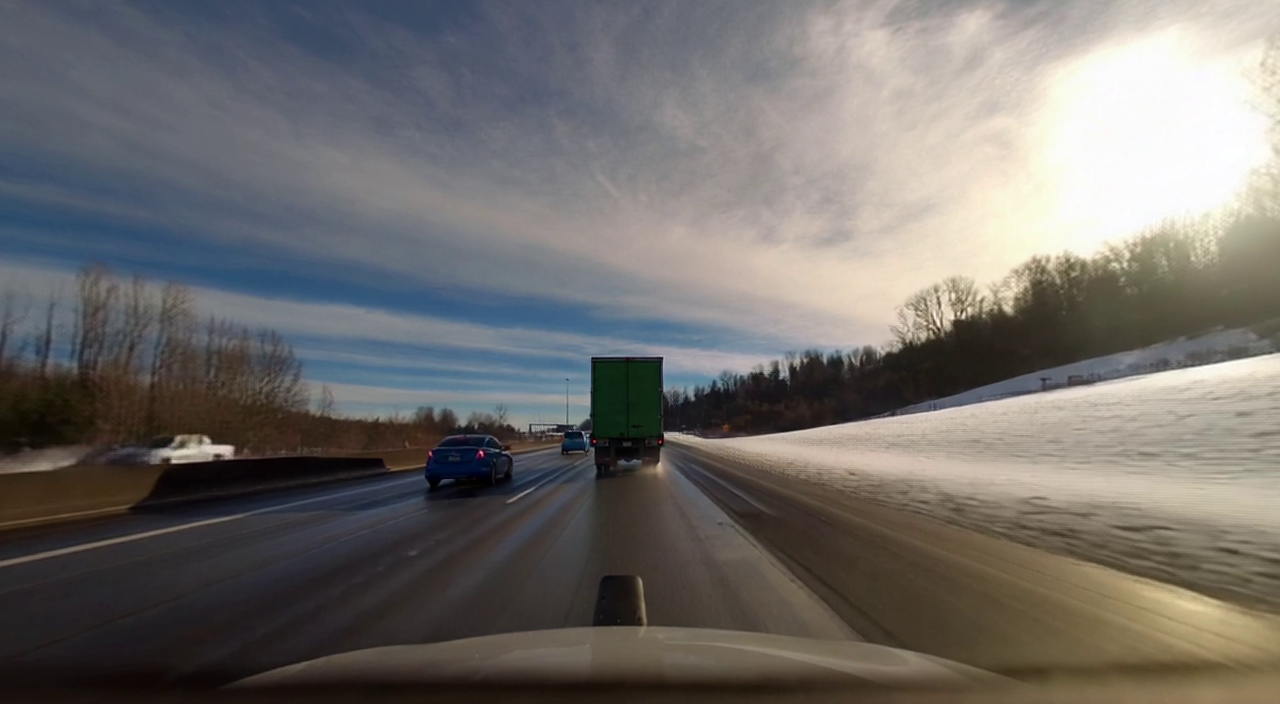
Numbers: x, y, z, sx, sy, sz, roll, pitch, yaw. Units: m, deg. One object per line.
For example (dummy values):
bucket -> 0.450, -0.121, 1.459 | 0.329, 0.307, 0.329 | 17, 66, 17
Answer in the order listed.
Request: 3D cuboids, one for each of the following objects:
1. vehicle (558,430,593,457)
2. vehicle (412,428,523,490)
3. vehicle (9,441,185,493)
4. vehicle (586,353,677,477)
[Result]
vehicle -> -4.542, 6.505, 44.896 | 2.019, 1.834, 4.644 | 0, -8, 0
vehicle -> -4.772, 3.007, 18.122 | 1.931, 1.539, 4.441 | 0, -8, 0
vehicle -> -18.068, 3.797, 21.301 | 1.883, 1.499, 4.621 | 0, -8, 0
vehicle -> -0.384, 2.723, 25.614 | 2.953, 4.041, 10.072 | 0, -8, -1
